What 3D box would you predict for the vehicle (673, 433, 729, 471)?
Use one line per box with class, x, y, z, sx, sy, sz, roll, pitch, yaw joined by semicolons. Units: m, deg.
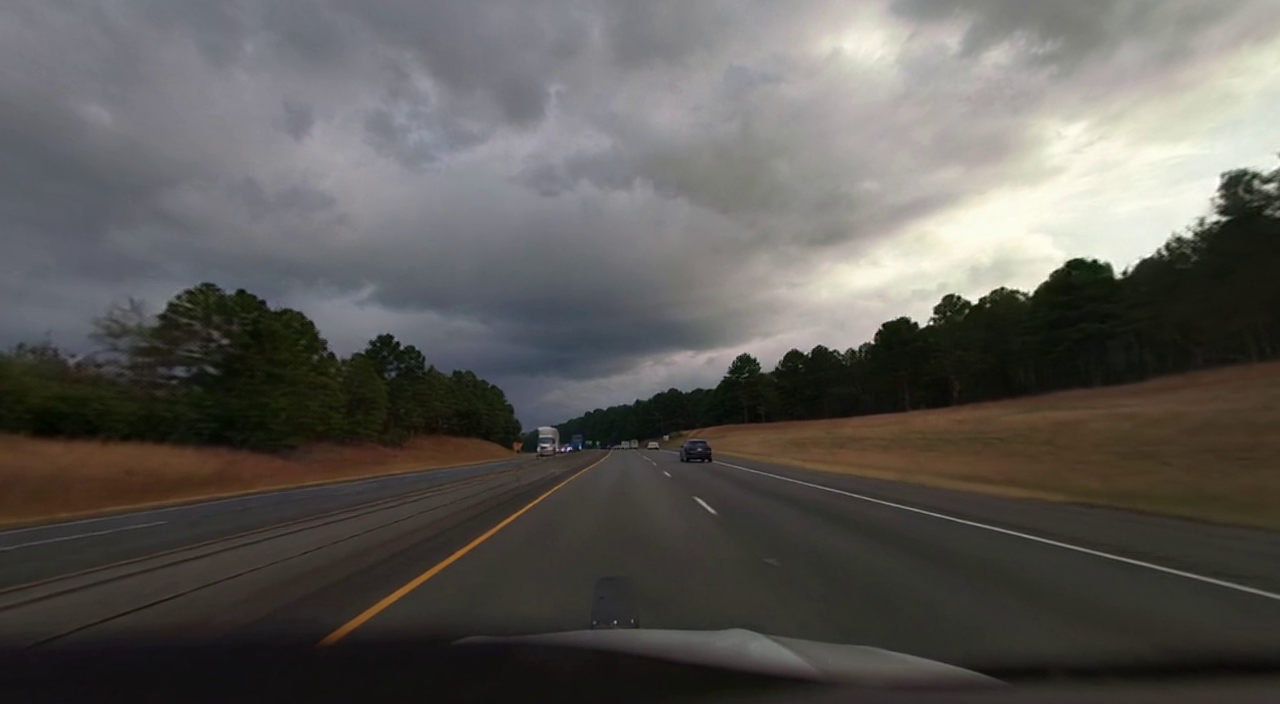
vehicle;2.780;4.686;29.708;2.043;1.673;4.016;0;-8;-3
